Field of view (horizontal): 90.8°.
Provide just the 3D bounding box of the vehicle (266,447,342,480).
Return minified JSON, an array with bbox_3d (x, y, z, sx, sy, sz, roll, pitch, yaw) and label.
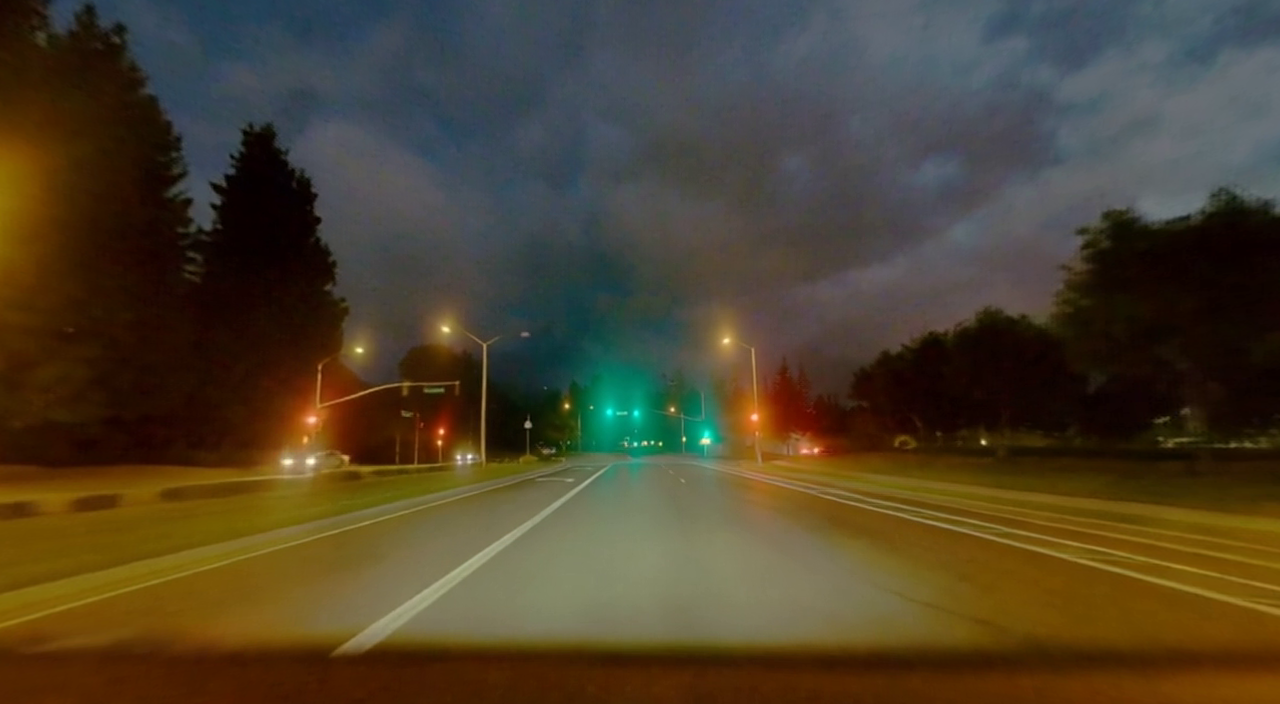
[{"bbox_3d":[-18.187,6.037,34.399,1.853,1.646,4.112,0,-9,0],"label":"vehicle"}]
